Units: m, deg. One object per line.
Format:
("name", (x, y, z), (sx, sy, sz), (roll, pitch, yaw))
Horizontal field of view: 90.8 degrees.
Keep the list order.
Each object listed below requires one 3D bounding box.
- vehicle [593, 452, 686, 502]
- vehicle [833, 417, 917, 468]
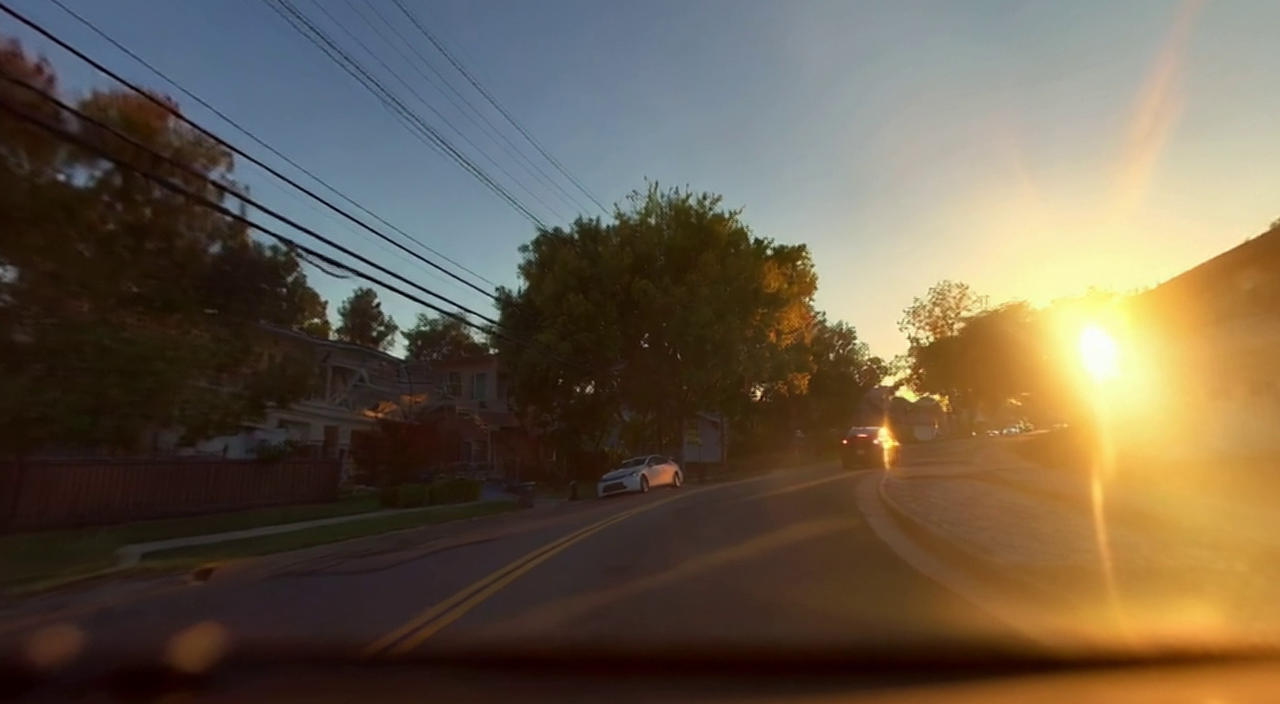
("vehicle", (0.078, 5.386, 27.801), (2.039, 1.949, 4.511), (-5, -10, 30))
("vehicle", (10.290, 3.947, 27.473), (2.086, 1.974, 4.890), (-6, -10, 35))
